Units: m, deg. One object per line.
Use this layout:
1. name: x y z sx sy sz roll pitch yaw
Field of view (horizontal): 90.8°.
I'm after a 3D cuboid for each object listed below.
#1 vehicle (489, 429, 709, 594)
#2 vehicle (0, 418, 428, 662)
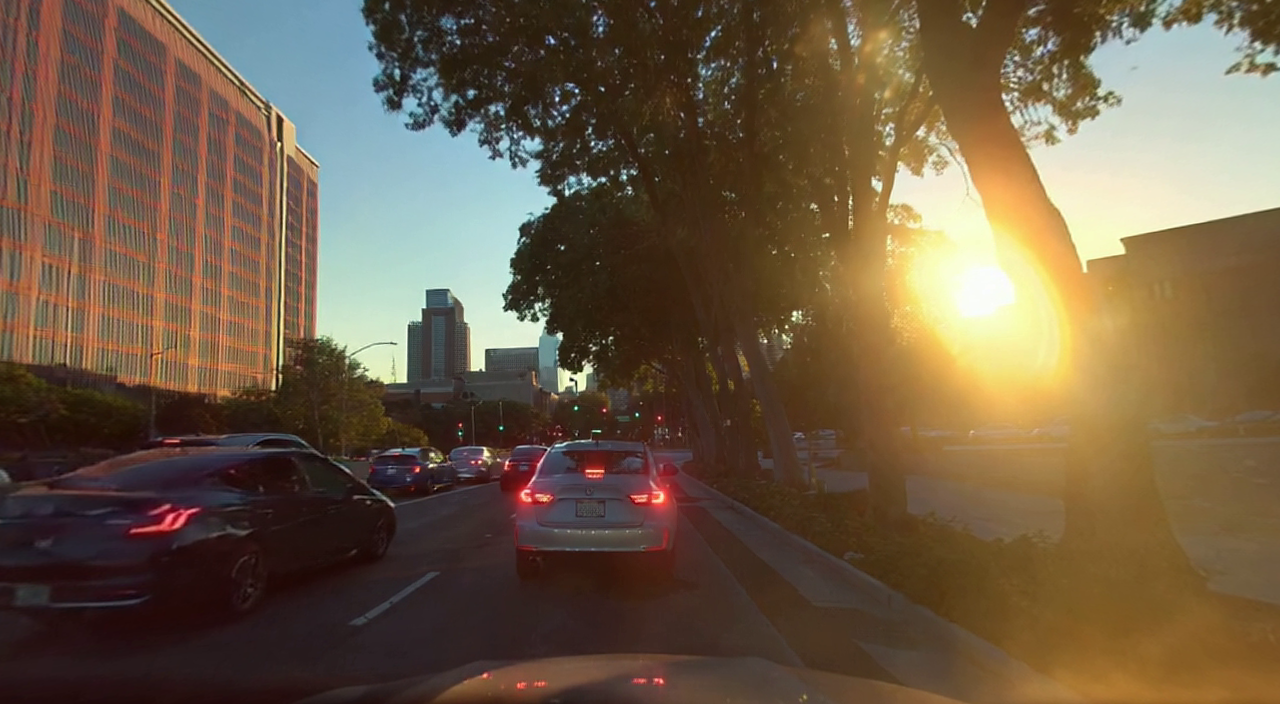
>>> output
1. vehicle: -0.396 1.807 8.009 2.066 1.544 3.954 0 -9 0
2. vehicle: -3.924 1.532 6.347 1.913 1.521 4.539 0 -9 1
